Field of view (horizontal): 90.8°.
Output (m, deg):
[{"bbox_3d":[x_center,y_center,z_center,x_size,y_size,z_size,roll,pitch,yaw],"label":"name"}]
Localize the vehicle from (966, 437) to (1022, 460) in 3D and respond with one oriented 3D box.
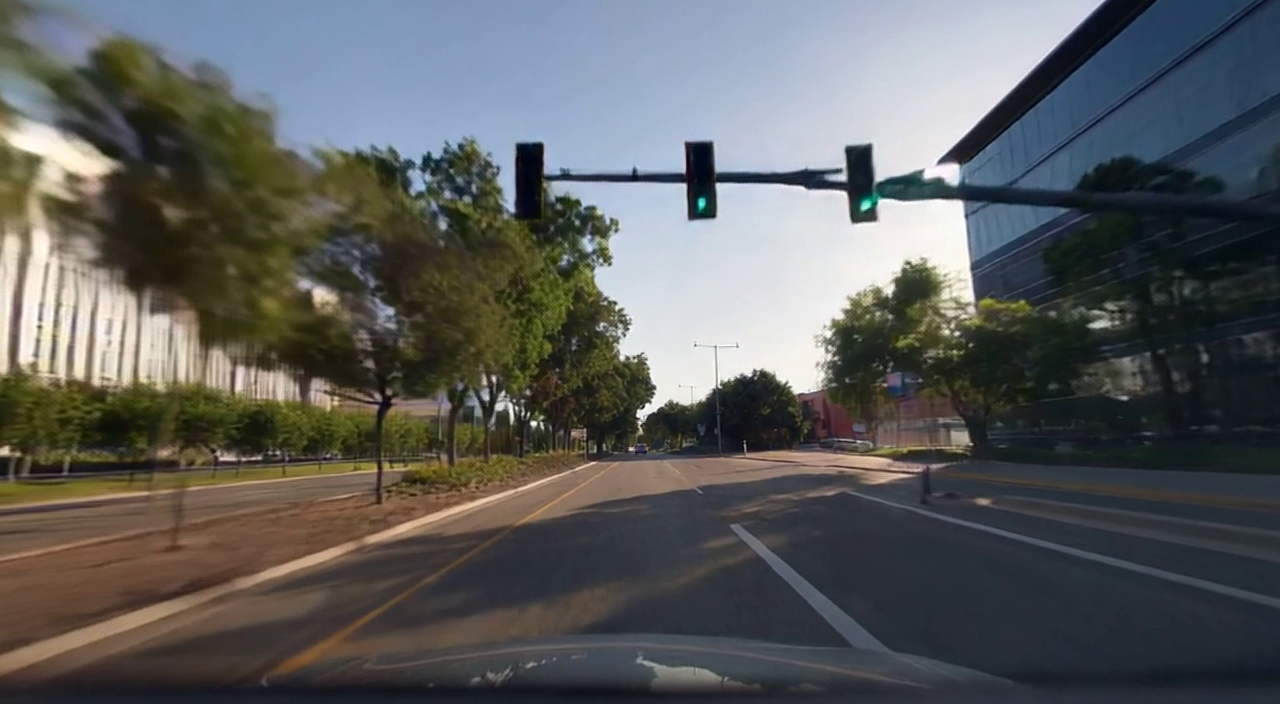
[{"bbox_3d":[24.733,6.801,44.273,1.579,1.419,3.726,-2,-10,-3],"label":"vehicle"}]
